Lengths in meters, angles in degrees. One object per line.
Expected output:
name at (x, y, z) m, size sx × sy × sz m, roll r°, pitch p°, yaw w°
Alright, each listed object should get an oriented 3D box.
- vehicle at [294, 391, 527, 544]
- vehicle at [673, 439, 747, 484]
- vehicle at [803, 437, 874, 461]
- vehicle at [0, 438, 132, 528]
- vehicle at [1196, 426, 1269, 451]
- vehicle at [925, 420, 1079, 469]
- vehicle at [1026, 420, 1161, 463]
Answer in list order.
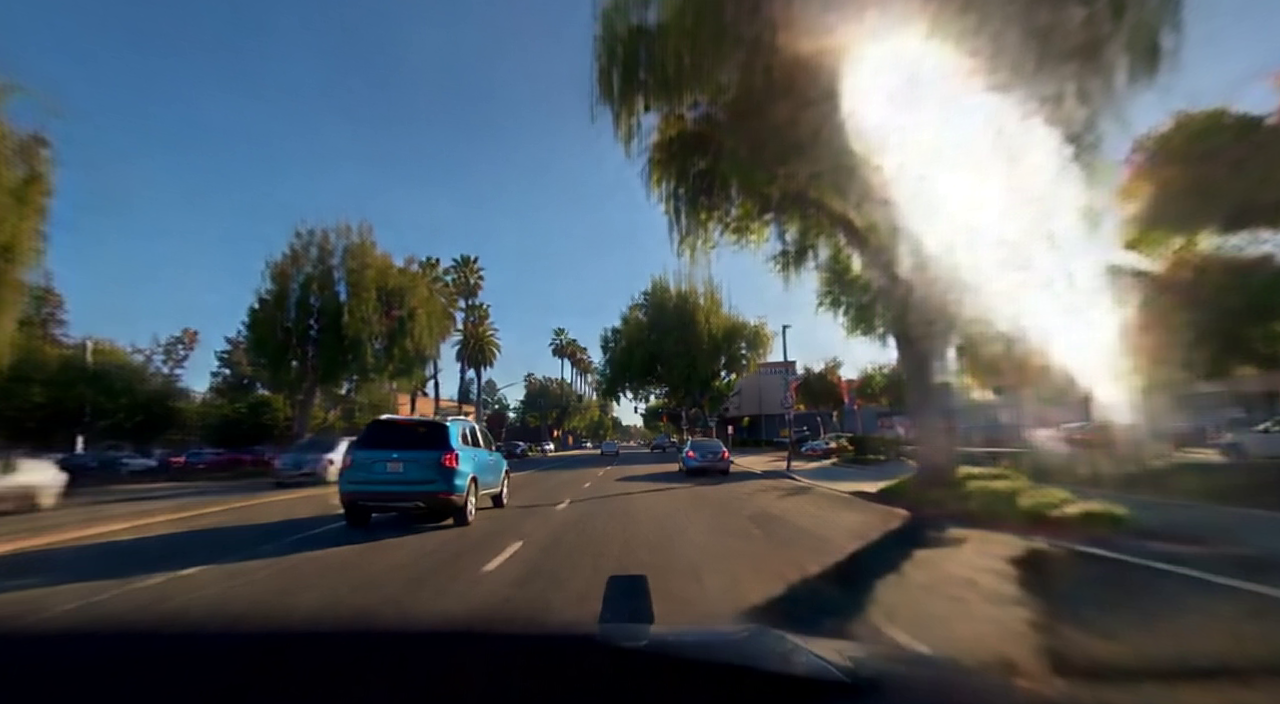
vehicle at (-3.412, 1.850, 10.565) m, size 2.152 × 1.987 × 4.527 m, roll 0°, pitch -9°, yaw 0°
vehicle at (2.462, 4.006, 23.334) m, size 1.919 × 1.472 × 4.470 m, roll 0°, pitch -9°, yaw -4°
vehicle at (12.188, 5.977, 38.898) m, size 1.874 × 1.386 × 3.745 m, roll 6°, pitch -11°, yaw -36°
vehicle at (-14.181, 2.801, 13.761) m, size 2.483 × 1.806 × 4.369 m, roll 0°, pitch -9°, yaw 0°
vehicle at (37.870, 5.583, 40.420) m, size 1.950 × 1.509 × 3.986 m, roll -4°, pitch -9°, yaw 21°
vehicle at (13.588, 3.531, 24.011) m, size 1.887 × 1.630 × 4.705 m, roll 4°, pitch -10°, yaw -26°
vehicle at (18.769, 3.707, 26.124) m, size 4.591 × 1.666 × 1.901 m, roll 2°, pitch -9°, yaw -15°
